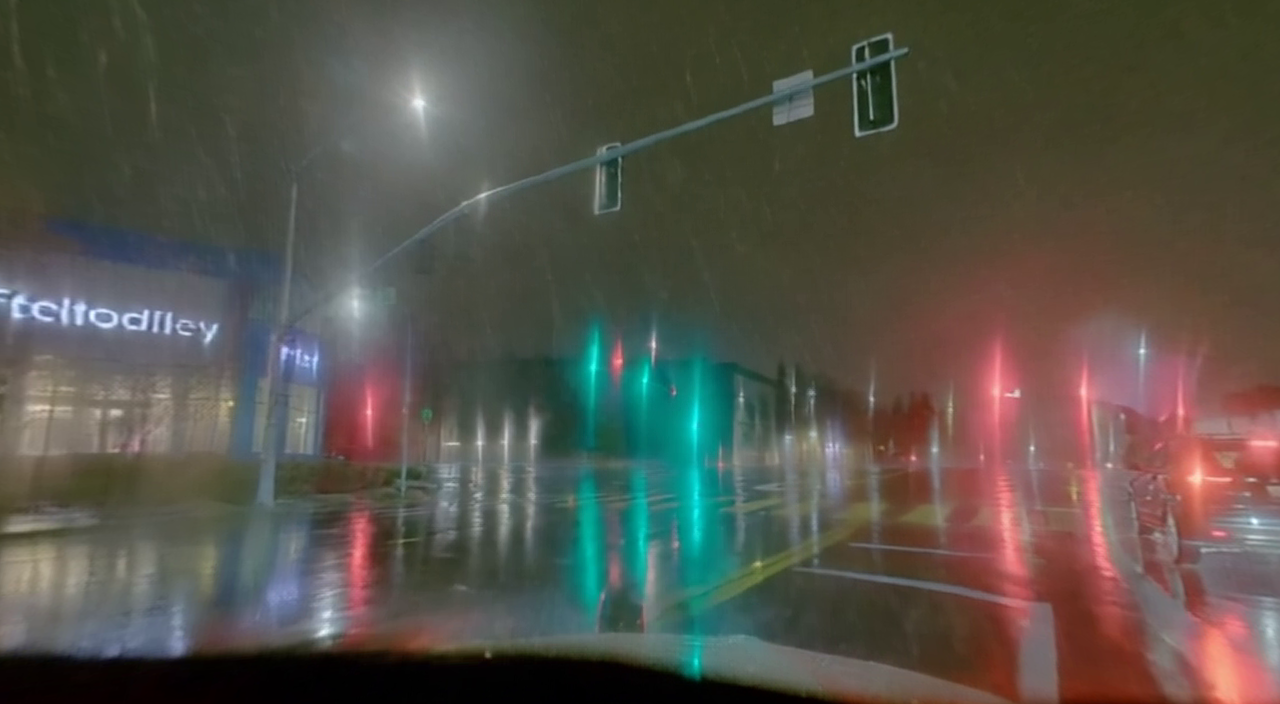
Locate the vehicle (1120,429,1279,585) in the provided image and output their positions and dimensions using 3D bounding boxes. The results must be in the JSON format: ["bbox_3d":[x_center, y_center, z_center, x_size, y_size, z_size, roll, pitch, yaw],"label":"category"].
[{"bbox_3d":[8.018,1.879,8.317,2.067,1.625,4.073,-5,-10,30],"label":"vehicle"}]
